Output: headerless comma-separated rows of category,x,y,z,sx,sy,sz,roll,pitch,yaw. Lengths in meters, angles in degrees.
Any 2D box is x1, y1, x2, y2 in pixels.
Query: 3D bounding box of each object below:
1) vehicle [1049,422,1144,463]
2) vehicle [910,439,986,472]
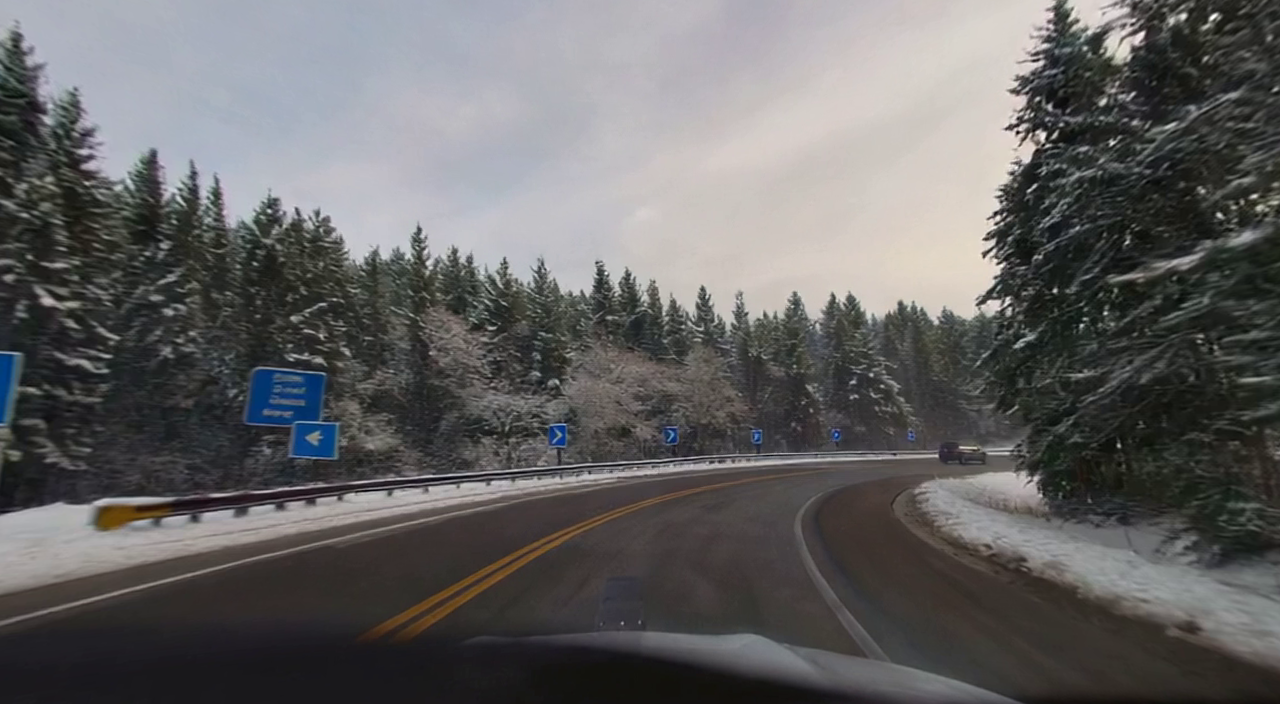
vehicle,33.068,6.601,45.694,5.981,2.823,2.498,3,-10,-21
vehicle,17.266,5.764,35.250,4.325,1.674,2.221,8,-12,-41
